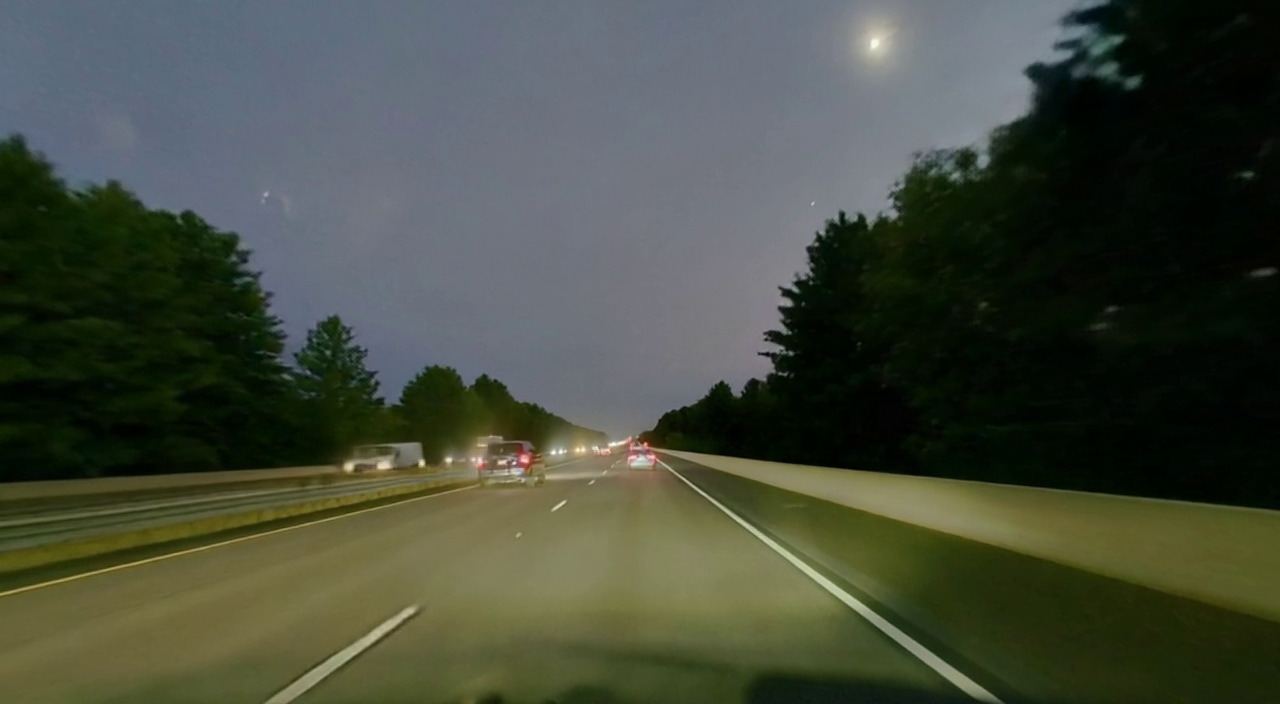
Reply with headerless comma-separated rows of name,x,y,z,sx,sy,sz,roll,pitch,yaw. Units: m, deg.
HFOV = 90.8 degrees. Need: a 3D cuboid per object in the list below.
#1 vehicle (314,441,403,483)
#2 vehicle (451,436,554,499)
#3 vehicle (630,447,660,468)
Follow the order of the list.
vehicle,-12.778,5.001,29.004,2.002,1.734,4.429,0,-9,1
vehicle,-3.958,3.404,19.031,2.100,1.667,4.223,0,-9,1
vehicle,0.304,7.586,45.556,2.046,1.452,4.407,0,-9,-1
